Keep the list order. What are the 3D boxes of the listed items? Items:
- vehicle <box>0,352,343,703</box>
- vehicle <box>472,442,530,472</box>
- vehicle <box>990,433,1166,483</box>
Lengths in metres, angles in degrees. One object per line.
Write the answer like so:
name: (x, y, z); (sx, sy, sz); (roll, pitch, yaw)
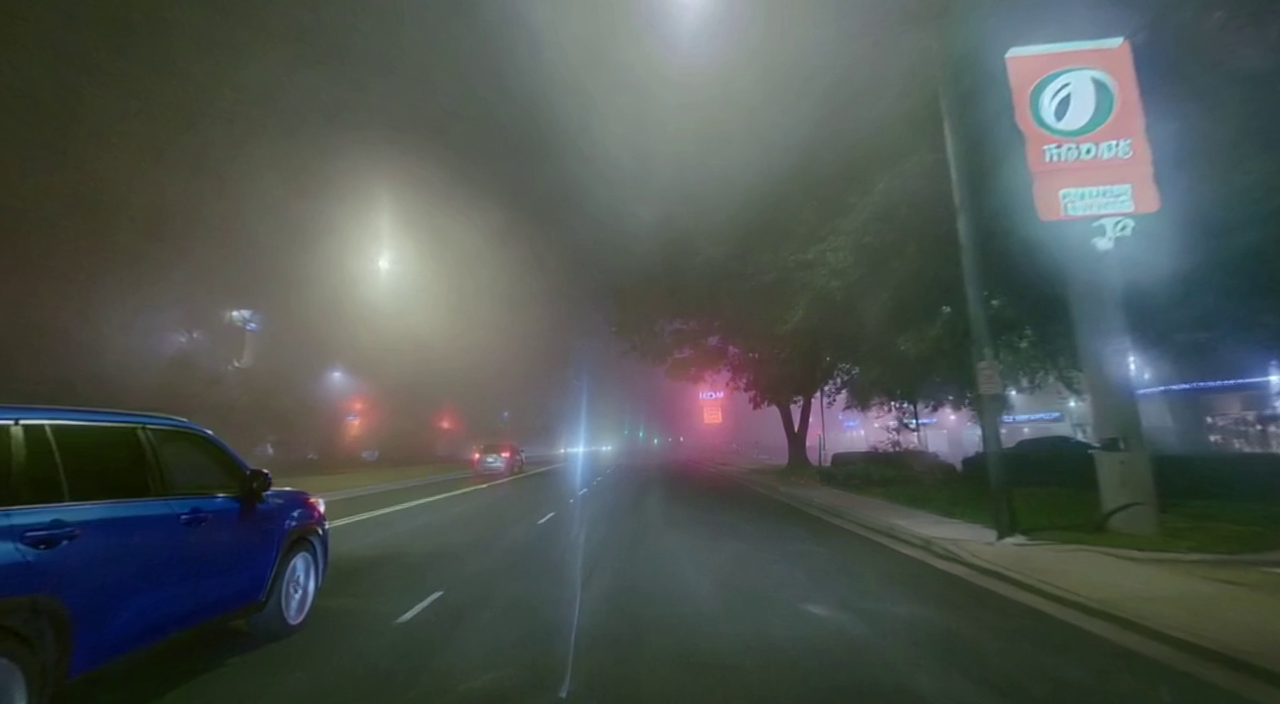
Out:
vehicle: (-3.474, 0.909, 2.876); (2.127, 1.654, 4.121); (0, -8, 1)
vehicle: (-7.279, 5.529, 33.427); (1.990, 1.483, 4.410); (0, -8, 1)
vehicle: (15.497, 3.752, 22.480); (4.806, 1.664, 2.050); (0, -8, -4)
